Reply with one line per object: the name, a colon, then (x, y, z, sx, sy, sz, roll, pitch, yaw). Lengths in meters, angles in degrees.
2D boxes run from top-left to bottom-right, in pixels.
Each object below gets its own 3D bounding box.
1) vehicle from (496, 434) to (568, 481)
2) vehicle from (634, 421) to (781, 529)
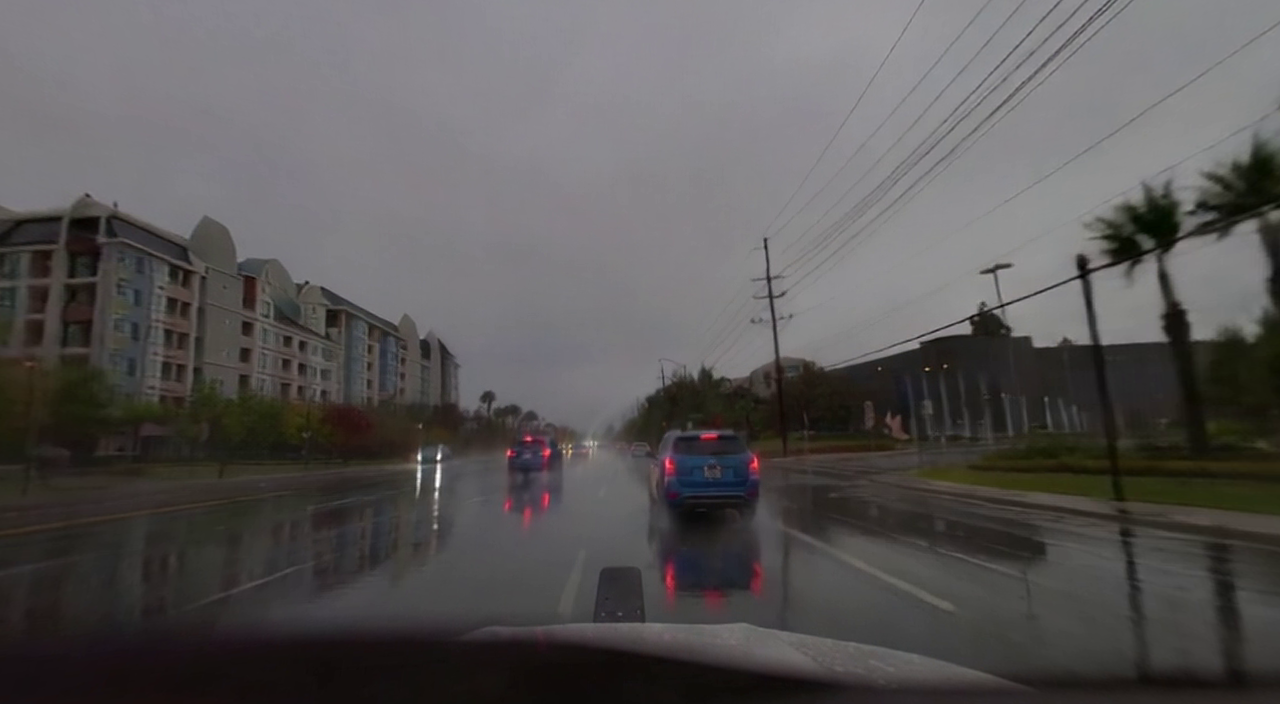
vehicle: (-4.472, 4.463, 26.839, 2.169, 1.796, 4.821, 0, -9, 1)
vehicle: (1.076, 2.312, 12.346, 2.198, 1.706, 4.166, 0, -9, -3)
